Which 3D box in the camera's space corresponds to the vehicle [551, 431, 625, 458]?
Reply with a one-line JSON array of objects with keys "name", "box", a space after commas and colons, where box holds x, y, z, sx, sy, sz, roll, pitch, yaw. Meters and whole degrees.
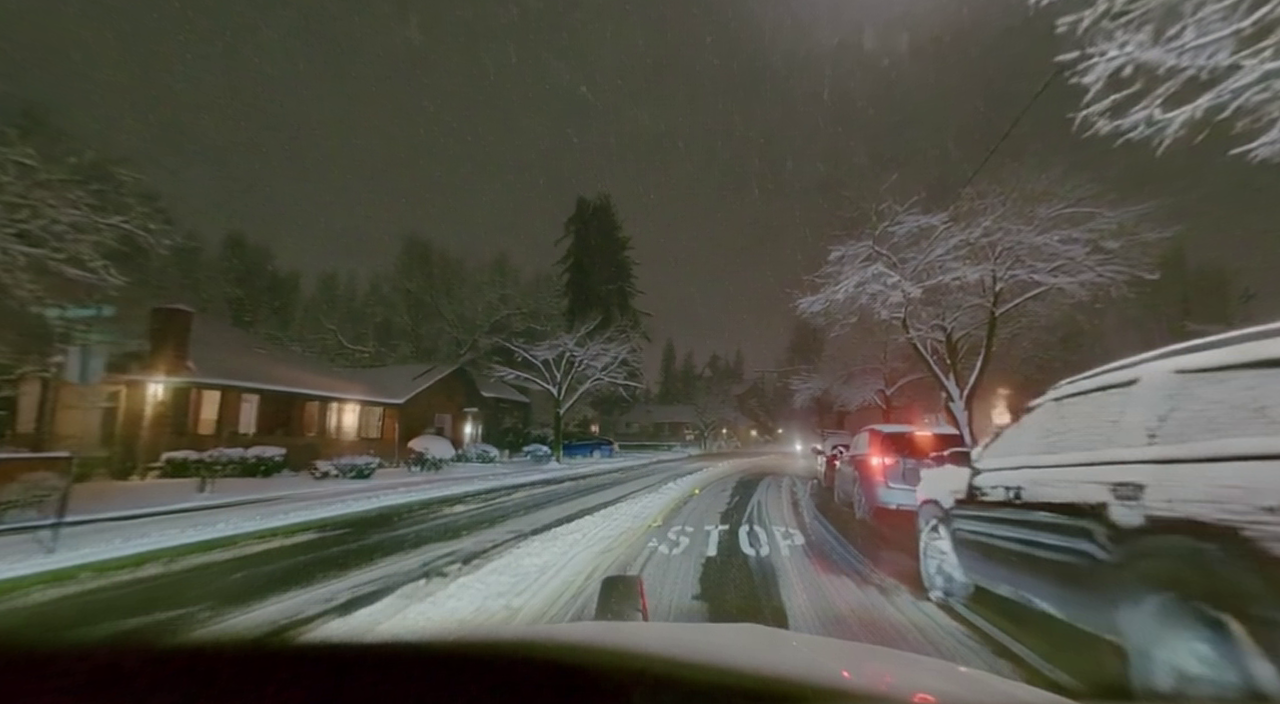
[{"name": "vehicle", "box": [-3.713, 6.626, 45.027, 4.870, 1.813, 1.910, -3, -9, 18]}]

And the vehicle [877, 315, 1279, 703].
[{"name": "vehicle", "box": [3.468, 1.008, 3.792, 2.692, 1.649, 4.689, -1, -8, 6]}]
